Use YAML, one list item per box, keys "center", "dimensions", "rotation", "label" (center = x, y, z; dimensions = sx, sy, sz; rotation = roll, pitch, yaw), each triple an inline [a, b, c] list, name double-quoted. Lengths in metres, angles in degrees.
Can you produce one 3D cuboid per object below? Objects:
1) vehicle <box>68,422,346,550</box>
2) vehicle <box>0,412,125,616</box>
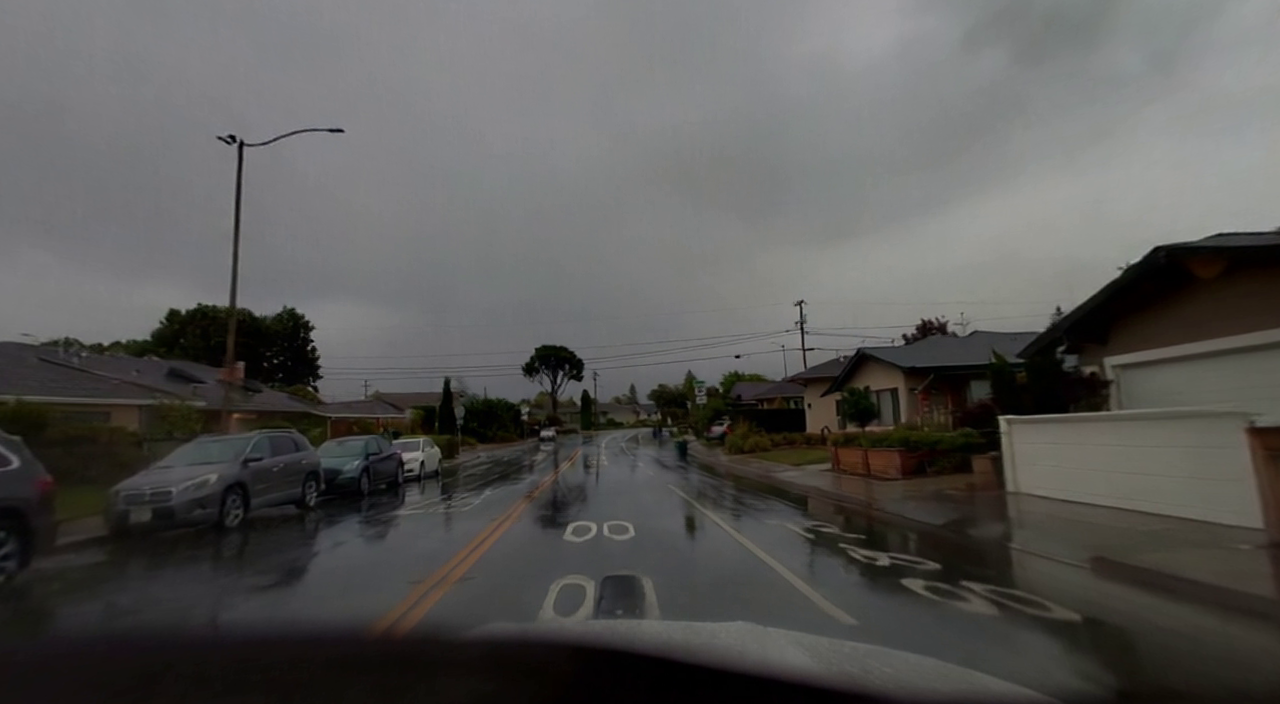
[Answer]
- center: [-7.099, 2.166, 11.092]
  dimensions: [1.865, 1.750, 4.507]
  rotation: [0, -8, -3]
  label: "vehicle"
- center: [-6.643, 1.327, 4.763]
  dimensions: [2.147, 1.780, 4.165]
  rotation: [0, -8, -5]
  label: "vehicle"
